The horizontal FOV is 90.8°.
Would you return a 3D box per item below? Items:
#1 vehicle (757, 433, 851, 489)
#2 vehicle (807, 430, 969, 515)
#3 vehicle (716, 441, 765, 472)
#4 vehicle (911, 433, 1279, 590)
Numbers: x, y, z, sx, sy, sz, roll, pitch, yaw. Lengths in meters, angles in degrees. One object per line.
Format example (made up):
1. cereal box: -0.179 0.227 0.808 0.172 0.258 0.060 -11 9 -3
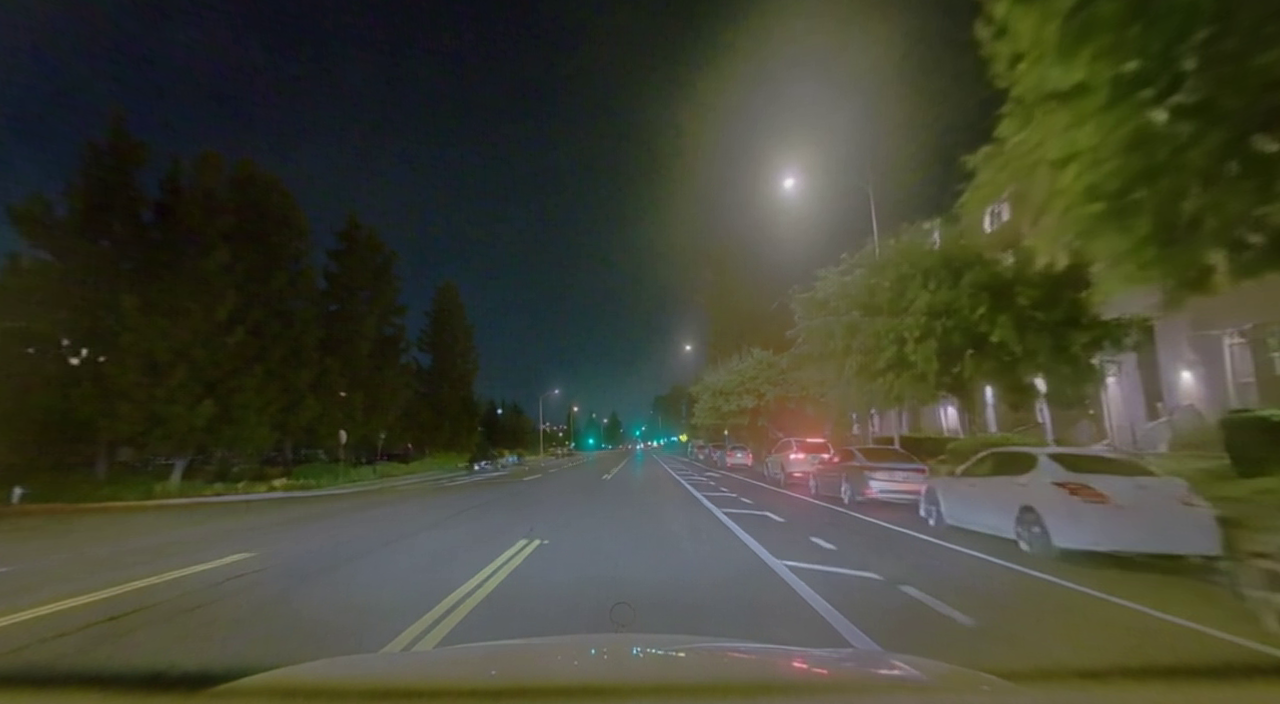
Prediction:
1. vehicle: 5.385 3.625 21.329 1.990 1.694 4.179 0 -8 -1
2. vehicle: 5.449 2.733 14.601 1.974 1.548 4.160 -3 -9 0
3. vehicle: 5.325 5.571 33.903 1.837 1.532 3.886 0 -8 -2
4. vehicle: 5.381 1.809 8.103 1.901 1.443 4.319 0 -8 0
